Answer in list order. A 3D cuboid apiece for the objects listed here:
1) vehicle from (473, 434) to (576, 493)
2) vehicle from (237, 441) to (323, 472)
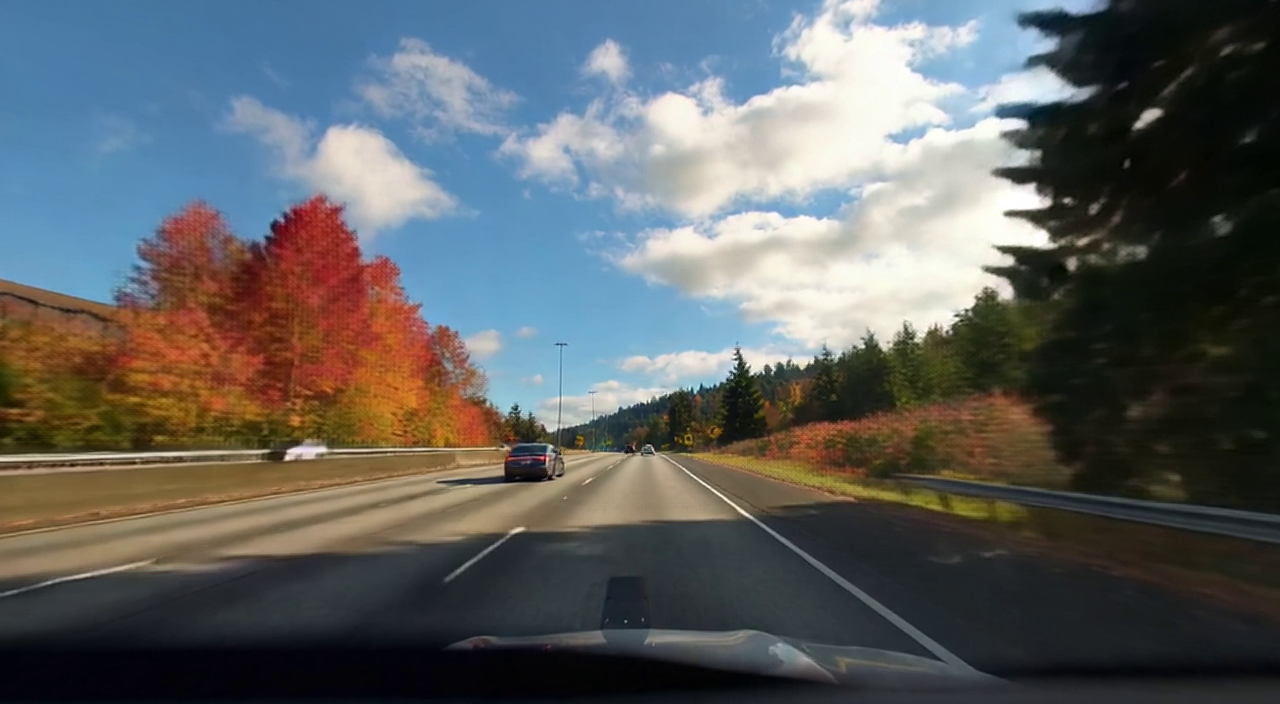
[{"bbox_3d":[-3.343,3.335,19.279,2.061,1.572,4.814,0,-8,2],"label":"vehicle"},{"bbox_3d":[-19.921,5.783,35.055,1.935,1.612,4.573,0,-8,2],"label":"vehicle"}]
